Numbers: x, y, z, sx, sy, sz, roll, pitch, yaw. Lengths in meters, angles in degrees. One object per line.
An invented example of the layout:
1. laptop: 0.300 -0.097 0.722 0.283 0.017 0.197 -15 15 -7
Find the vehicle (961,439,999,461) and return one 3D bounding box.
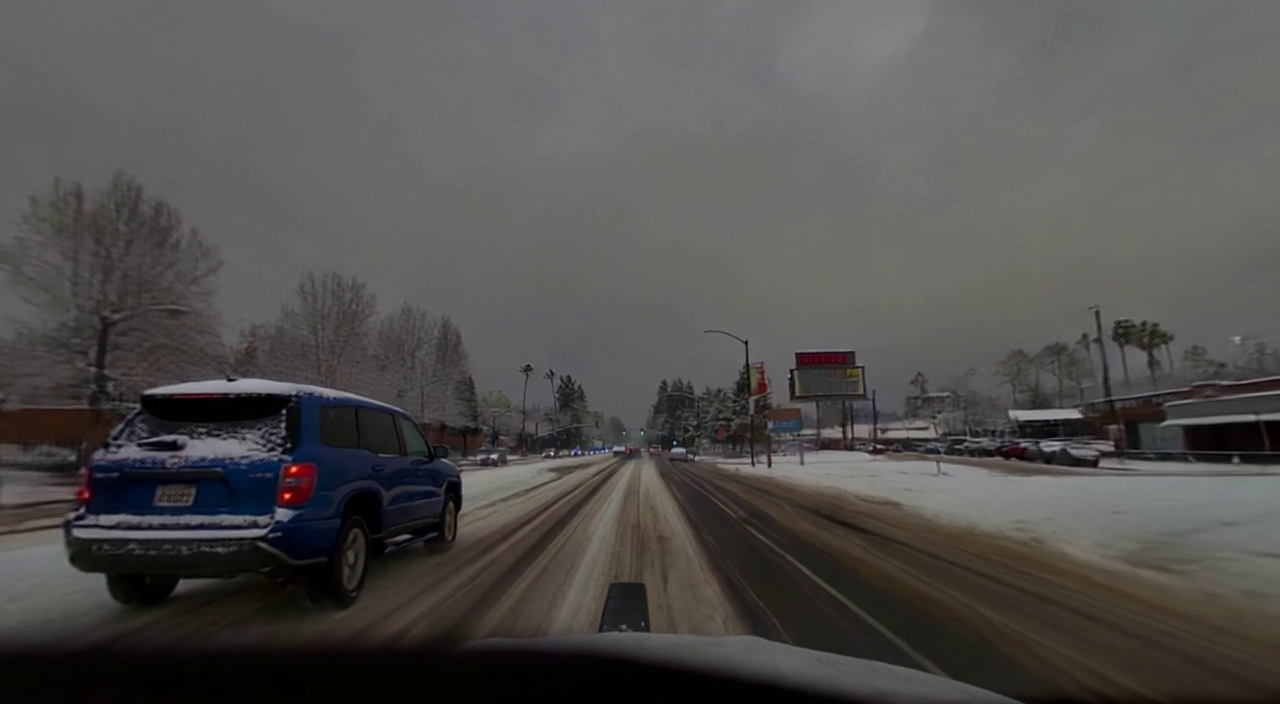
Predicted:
1. vehicle: 26.444 7.657 49.064 1.982 1.611 4.314 -3 -9 21

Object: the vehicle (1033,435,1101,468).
1. vehicle: 25.746 5.998 38.210 2.162 1.806 5.704 -4 -9 22

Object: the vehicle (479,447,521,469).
1. vehicle: -9.991 7.590 45.286 1.947 1.511 4.224 0 -9 1

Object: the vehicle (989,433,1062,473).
1. vehicle: 19.302 5.070 31.780 2.180 1.808 4.462 -3 -9 20

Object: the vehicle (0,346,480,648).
1. vehicle: -3.326 1.284 6.484 2.152 1.987 4.527 0 -9 0

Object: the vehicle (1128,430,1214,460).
1. vehicle: 34.658 6.068 41.151 4.722 1.906 1.898 3 -9 -18
